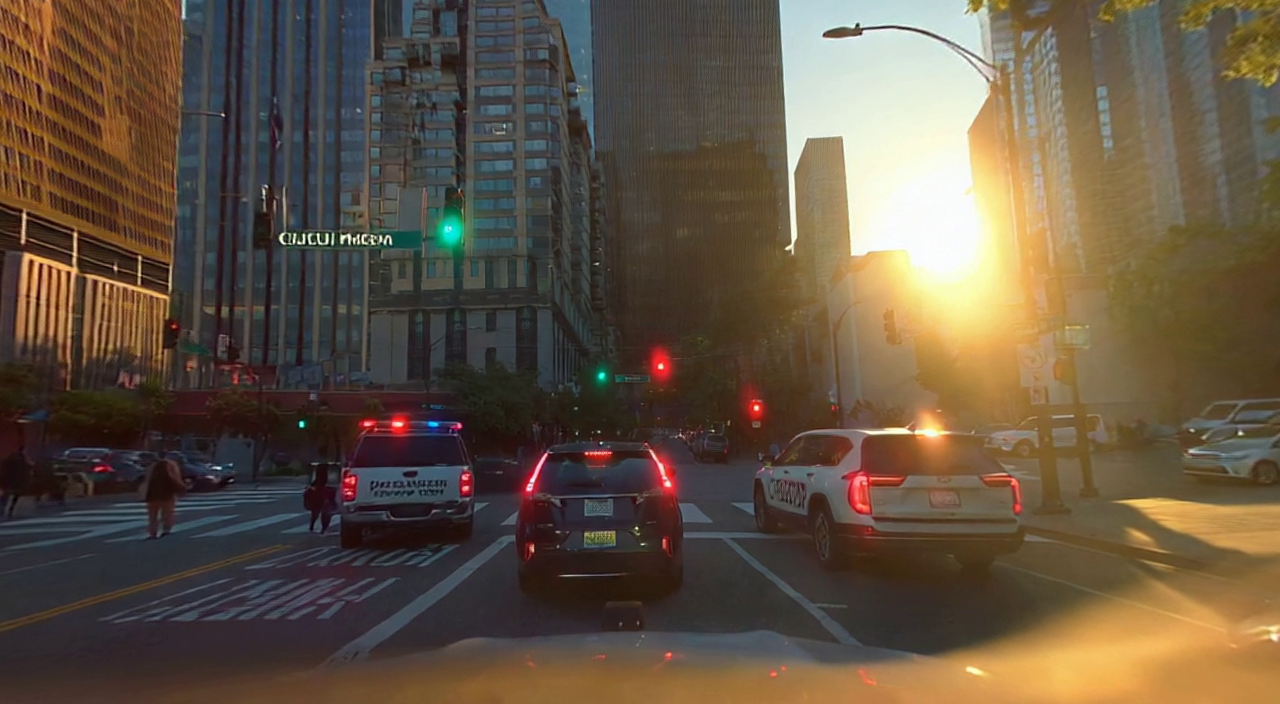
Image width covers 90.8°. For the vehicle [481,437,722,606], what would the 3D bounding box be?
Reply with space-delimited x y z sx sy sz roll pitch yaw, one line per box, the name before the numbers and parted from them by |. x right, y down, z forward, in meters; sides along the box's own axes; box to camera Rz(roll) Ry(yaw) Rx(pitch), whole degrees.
vehicle | -0.362 1.788 7.646 2.092 1.454 4.132 0 -8 -1

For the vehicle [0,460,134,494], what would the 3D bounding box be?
vehicle | -27.379 5.911 30.090 4.673 1.478 2.114 0 -8 -1

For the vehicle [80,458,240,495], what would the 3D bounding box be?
vehicle | -20.174 5.245 26.717 5.153 1.449 1.966 0 -8 0

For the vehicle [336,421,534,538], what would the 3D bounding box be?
vehicle | -3.690 2.408 12.695 2.190 1.840 5.272 0 -8 0

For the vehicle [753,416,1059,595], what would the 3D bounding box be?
vehicle | 3.032 1.852 8.630 2.072 1.735 4.759 0 -8 0

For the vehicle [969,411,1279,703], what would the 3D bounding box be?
vehicle | 2.746 0.804 1.118 1.902 1.454 4.540 0 -8 0
